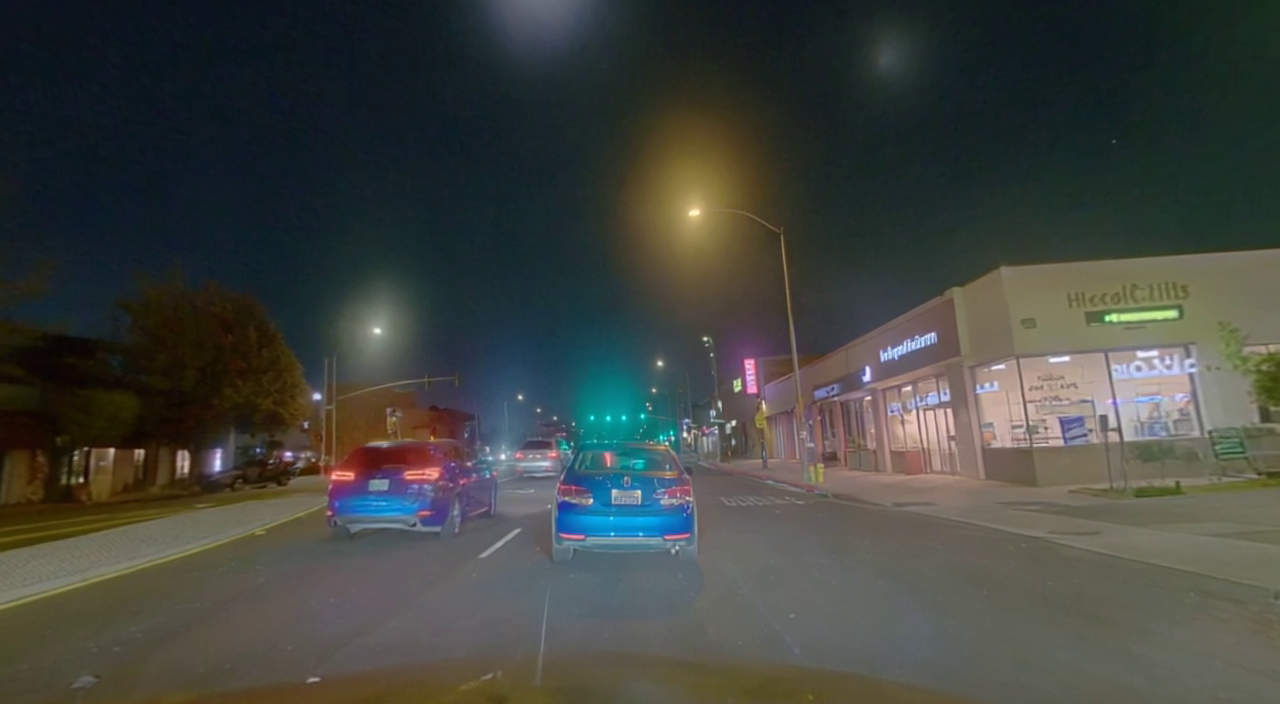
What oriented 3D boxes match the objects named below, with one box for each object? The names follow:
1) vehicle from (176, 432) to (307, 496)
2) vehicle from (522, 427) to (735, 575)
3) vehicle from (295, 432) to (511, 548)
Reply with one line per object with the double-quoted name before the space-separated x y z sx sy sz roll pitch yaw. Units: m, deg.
"vehicle" -19.156 5.371 30.806 2.286 2.777 5.926 -1 -9 2
"vehicle" -0.110 1.824 8.499 2.160 1.482 4.037 0 -9 0
"vehicle" -3.463 2.087 10.174 1.905 1.473 4.016 0 -9 0
